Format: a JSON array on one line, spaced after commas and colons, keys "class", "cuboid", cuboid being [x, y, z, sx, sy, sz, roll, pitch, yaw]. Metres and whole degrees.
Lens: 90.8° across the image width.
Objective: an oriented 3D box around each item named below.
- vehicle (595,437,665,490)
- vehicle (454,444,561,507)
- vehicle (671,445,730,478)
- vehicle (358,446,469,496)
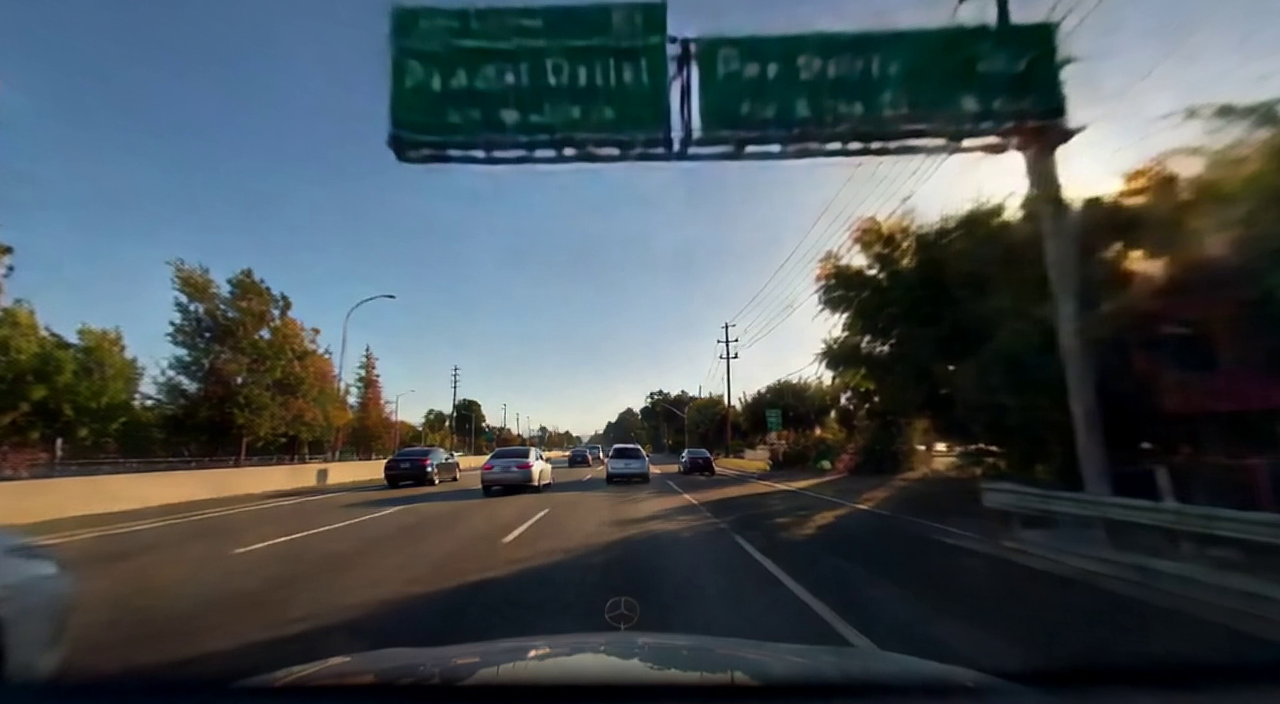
[{"class": "vehicle", "cuboid": [-0.390, 3.965, 22.799, 2.284, 1.699, 4.168, 0, -9, -2]}, {"class": "vehicle", "cuboid": [-3.387, 3.233, 17.072, 1.958, 1.447, 4.454, 0, -9, 0]}, {"class": "vehicle", "cuboid": [2.803, 5.230, 30.448, 2.197, 1.464, 4.356, 0, -9, -3]}, {"class": "vehicle", "cuboid": [-7.322, 3.863, 20.974, 1.959, 1.435, 4.719, 0, -9, 0]}]
